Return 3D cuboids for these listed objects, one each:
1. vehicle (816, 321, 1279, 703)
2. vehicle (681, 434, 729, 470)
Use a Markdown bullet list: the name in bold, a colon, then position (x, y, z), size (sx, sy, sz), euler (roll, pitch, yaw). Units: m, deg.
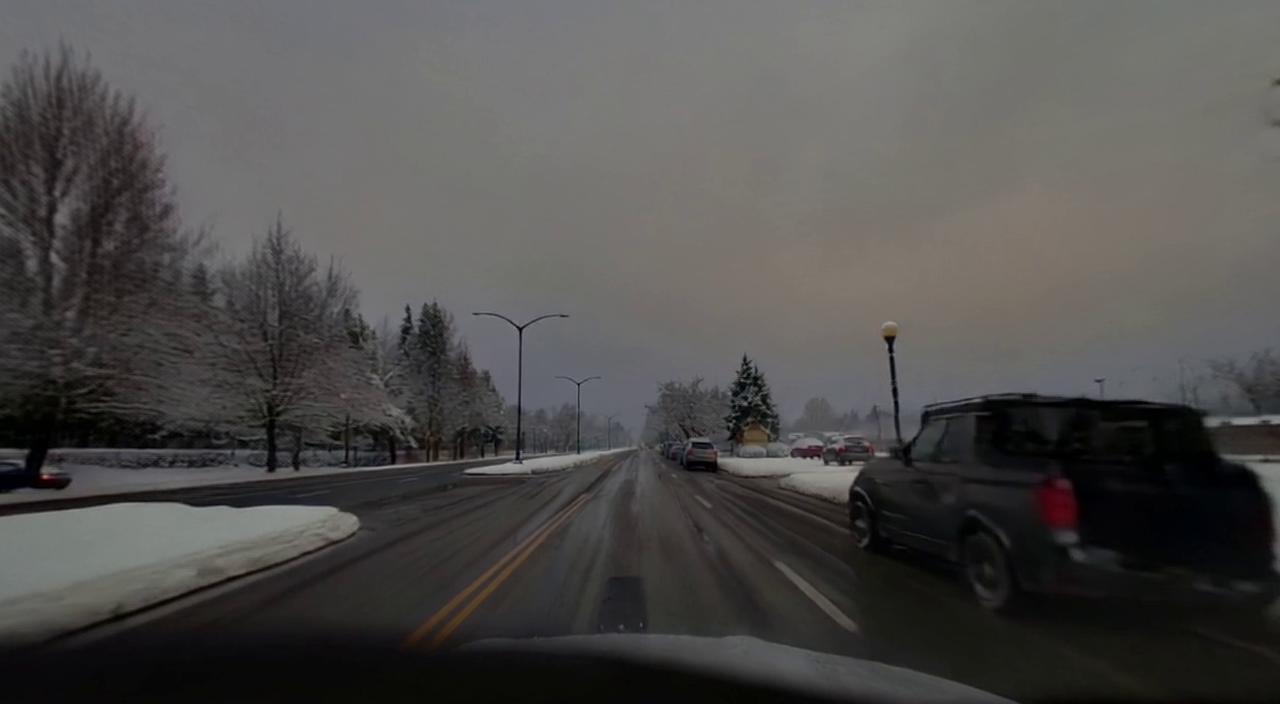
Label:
- **vehicle**: position (3.780, 1.180, 5.797), size (2.493, 1.896, 5.433), euler (0, -8, -3)
- **vehicle**: position (3.538, 5.553, 35.272), size (2.144, 1.848, 4.159), euler (0, -8, -2)
